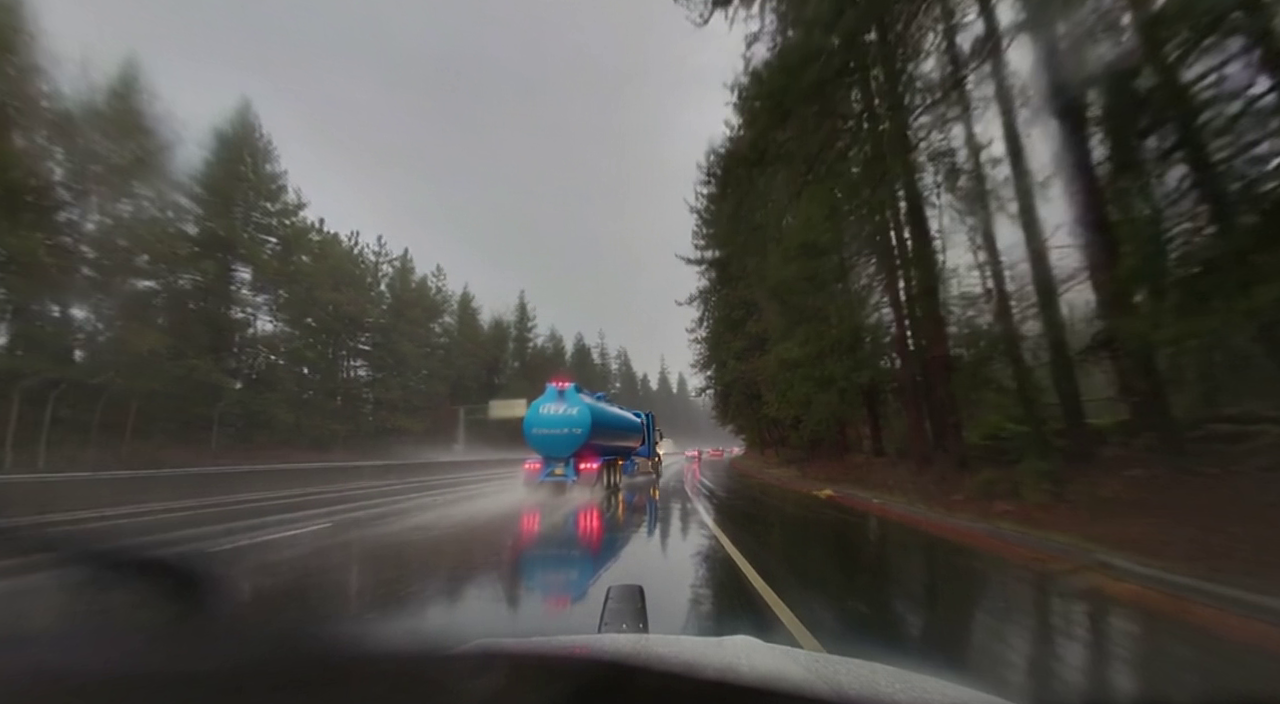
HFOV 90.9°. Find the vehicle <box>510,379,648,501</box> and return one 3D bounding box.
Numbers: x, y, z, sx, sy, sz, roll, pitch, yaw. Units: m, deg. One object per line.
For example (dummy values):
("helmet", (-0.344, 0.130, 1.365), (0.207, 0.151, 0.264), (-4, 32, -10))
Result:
("vehicle", (-1.828, 3.679, 26.269), (2.907, 3.747, 13.318), (-1, -8, 7))
